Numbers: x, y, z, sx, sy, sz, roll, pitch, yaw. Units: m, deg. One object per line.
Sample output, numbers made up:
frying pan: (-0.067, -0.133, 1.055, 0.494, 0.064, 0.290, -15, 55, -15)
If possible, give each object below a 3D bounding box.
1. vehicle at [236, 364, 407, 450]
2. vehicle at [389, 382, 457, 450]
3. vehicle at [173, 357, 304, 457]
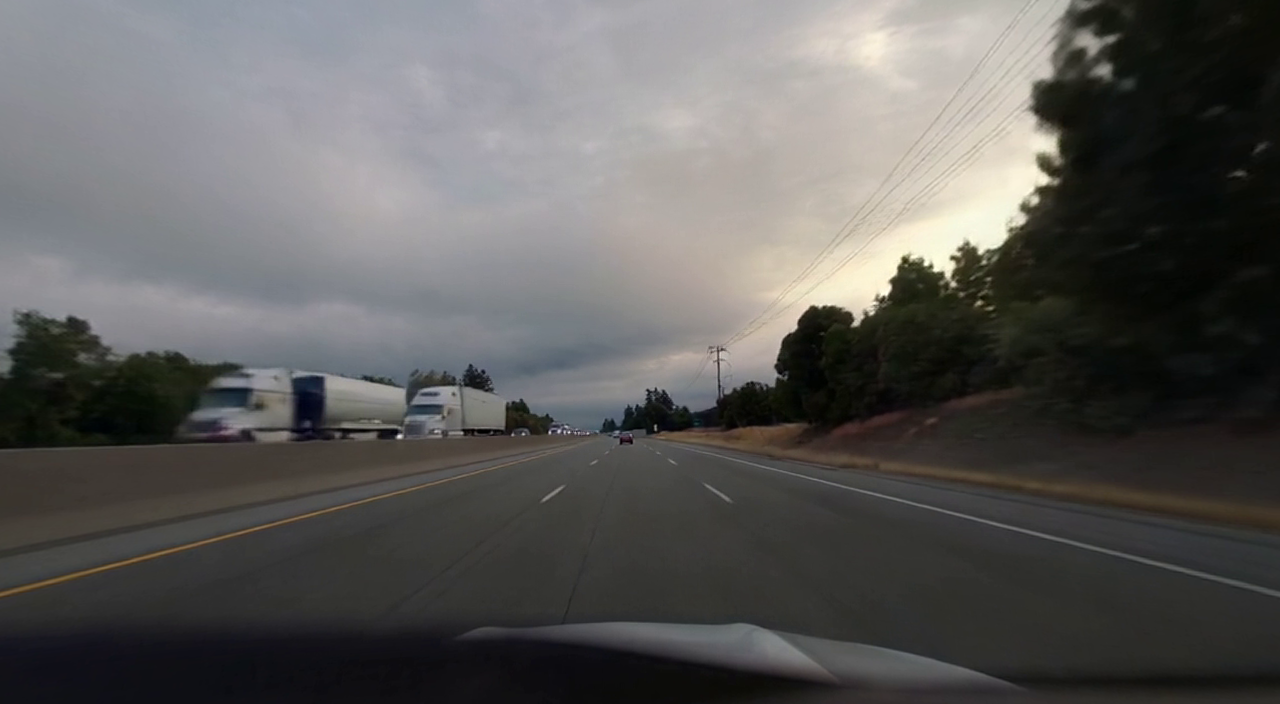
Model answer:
vehicle: (-17.114, 3.408, 35.731, 2.755, 3.934, 13.872, 0, -8, -1)
vehicle: (-12.974, 3.893, 37.907, 2.997, 3.954, 2.796, 0, -8, -1)
vehicle: (-16.940, 2.406, 26.908, 3.035, 3.958, 3.564, 0, -8, -1)
